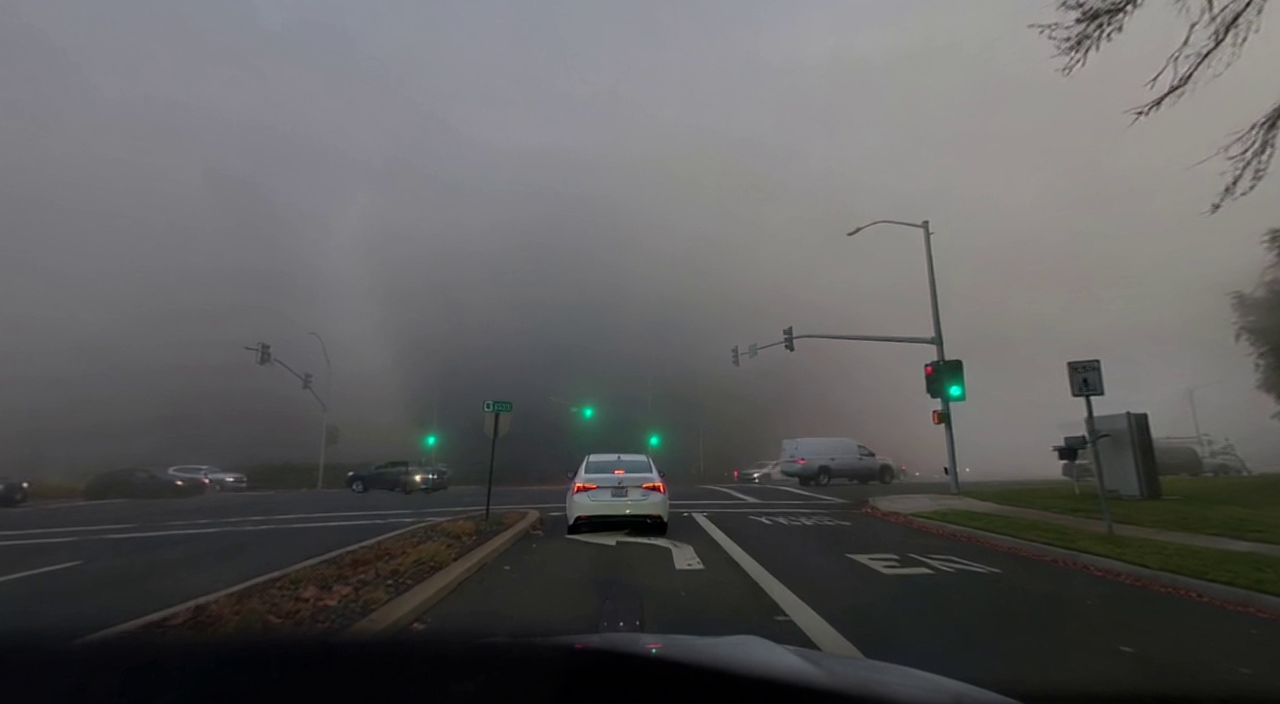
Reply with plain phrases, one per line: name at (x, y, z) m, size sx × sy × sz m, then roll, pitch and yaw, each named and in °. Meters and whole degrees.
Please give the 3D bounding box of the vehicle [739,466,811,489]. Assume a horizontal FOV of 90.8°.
vehicle at (9.061, 8.412, 42.524) m, size 4.254 × 1.359 × 1.895 m, roll 2°, pitch -9°, yaw -16°

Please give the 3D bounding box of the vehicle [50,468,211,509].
vehicle at (-20.067, 5.375, 25.102) m, size 4.548 × 1.449 × 1.802 m, roll 2°, pitch -9°, yaw -14°

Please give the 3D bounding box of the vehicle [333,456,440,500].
vehicle at (-11.643, 5.734, 29.009) m, size 4.355 × 1.789 × 2.175 m, roll -5°, pitch -10°, yaw 28°

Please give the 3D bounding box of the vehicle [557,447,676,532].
vehicle at (-0.521, 2.766, 13.386) m, size 2.112 × 1.479 × 4.264 m, roll 0°, pitch -8°, yaw -3°

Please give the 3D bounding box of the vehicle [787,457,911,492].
vehicle at (9.331, 5.484, 28.472) m, size 4.838 × 1.449 × 2.077 m, roll 1°, pitch -9°, yaw -7°

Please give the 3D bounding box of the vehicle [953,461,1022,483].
vehicle at (25.960, 8.943, 47.208) m, size 4.358 × 1.471 × 1.875 m, roll 3°, pitch -9°, yaw -16°
